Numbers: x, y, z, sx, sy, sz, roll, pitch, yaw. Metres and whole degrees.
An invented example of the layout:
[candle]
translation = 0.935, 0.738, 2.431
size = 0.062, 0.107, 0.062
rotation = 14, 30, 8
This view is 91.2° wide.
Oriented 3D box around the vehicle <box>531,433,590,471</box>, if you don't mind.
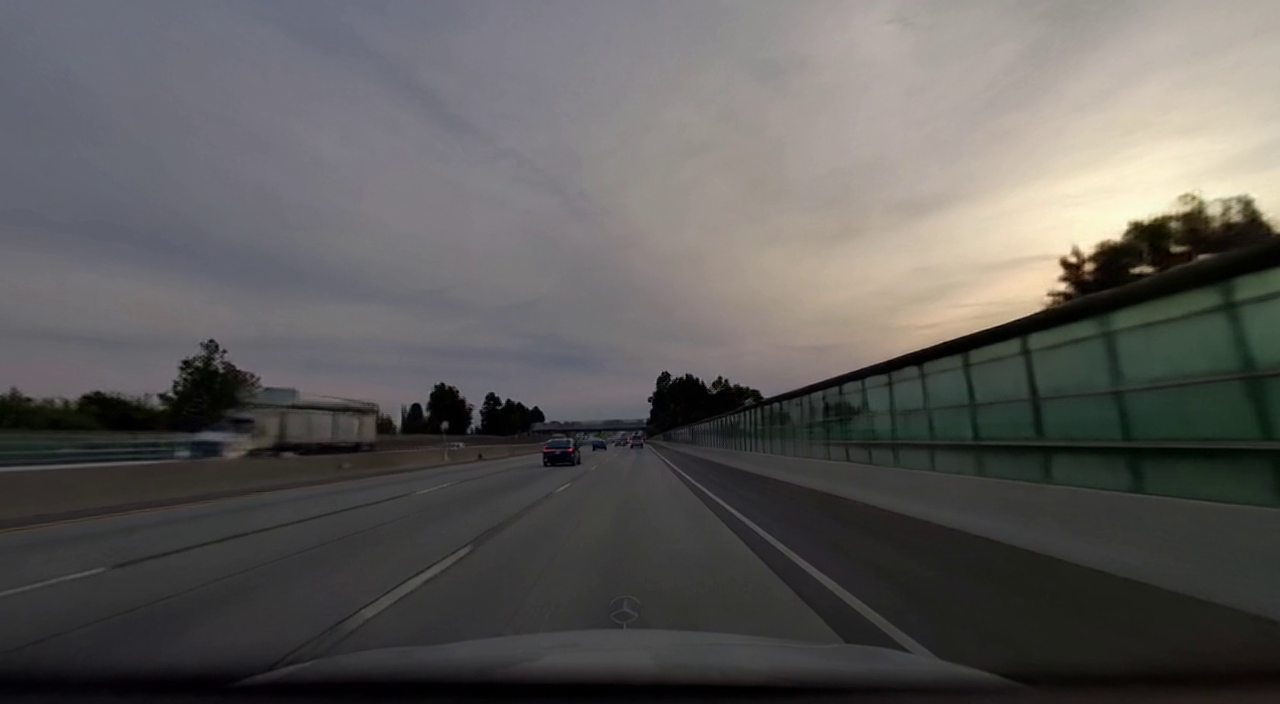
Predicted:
[vehicle]
translation = -3.480, 4.463, 28.221
size = 2.059, 1.541, 4.296
rotation = 0, -8, 0
